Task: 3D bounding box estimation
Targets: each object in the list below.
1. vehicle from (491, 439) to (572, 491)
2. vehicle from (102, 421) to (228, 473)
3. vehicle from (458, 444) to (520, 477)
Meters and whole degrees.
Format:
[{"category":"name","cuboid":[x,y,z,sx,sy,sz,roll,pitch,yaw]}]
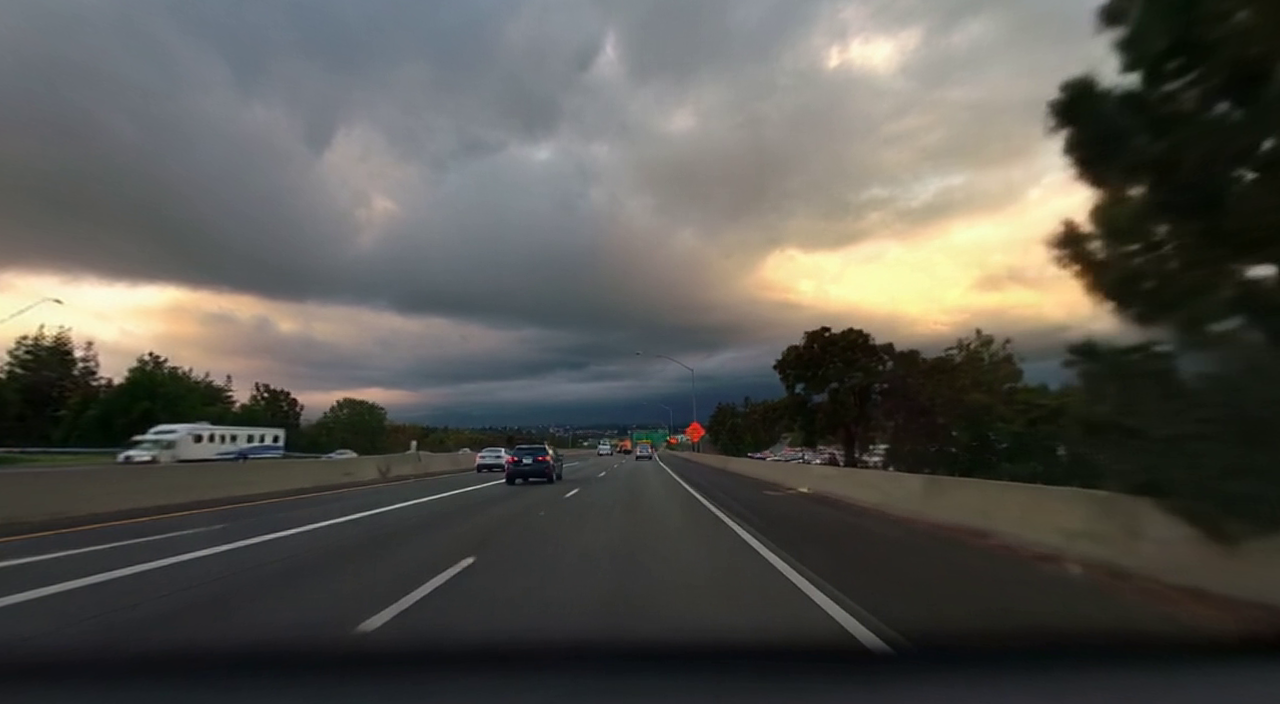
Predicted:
[{"category":"vehicle","cuboid":[-3.836,4.068,23.001,2.070,1.665,4.213,0,-9,2]},{"category":"vehicle","cuboid":[-36.479,7.333,48.902,3.141,3.592,8.343,1,-8,0]},{"category":"vehicle","cuboid":[-7.504,5.436,31.756,1.991,1.538,4.360,0,-9,1]}]
